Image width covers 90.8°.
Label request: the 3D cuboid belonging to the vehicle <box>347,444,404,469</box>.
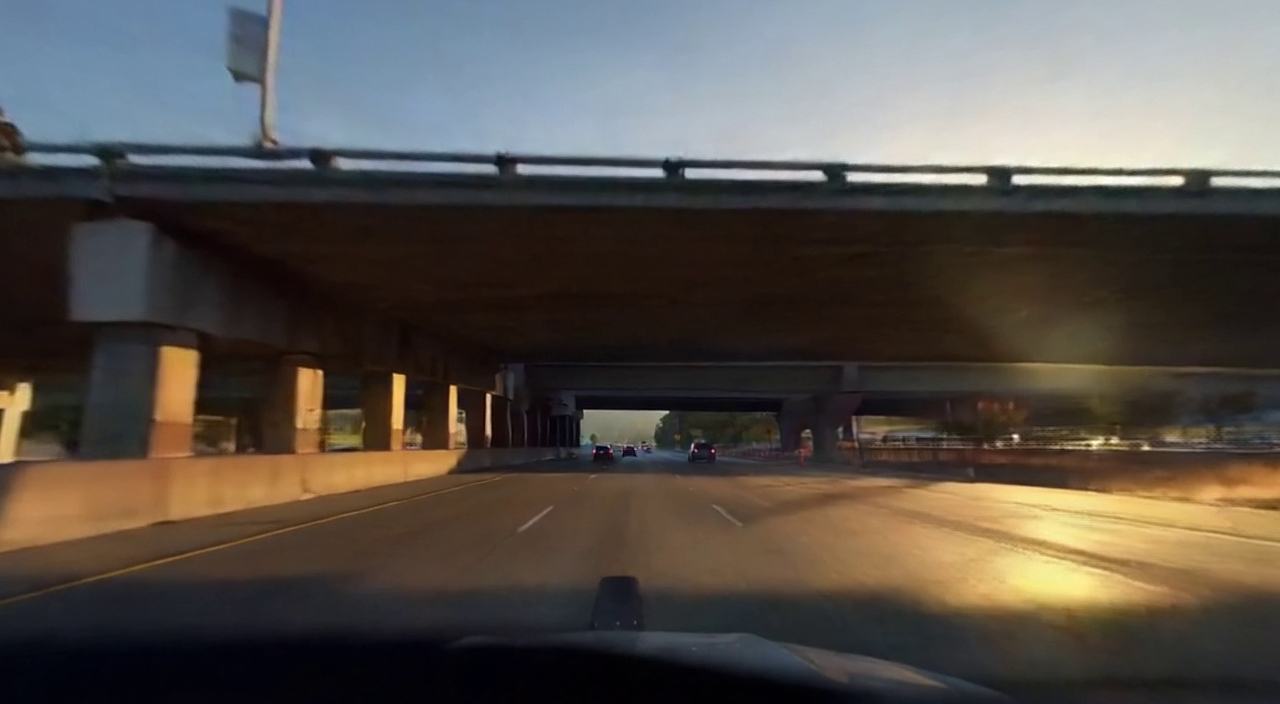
[{"bbox_3d":[-17.603,6.971,42.295,1.897,1.585,4.495,0,-9,-1],"label":"vehicle"}]
